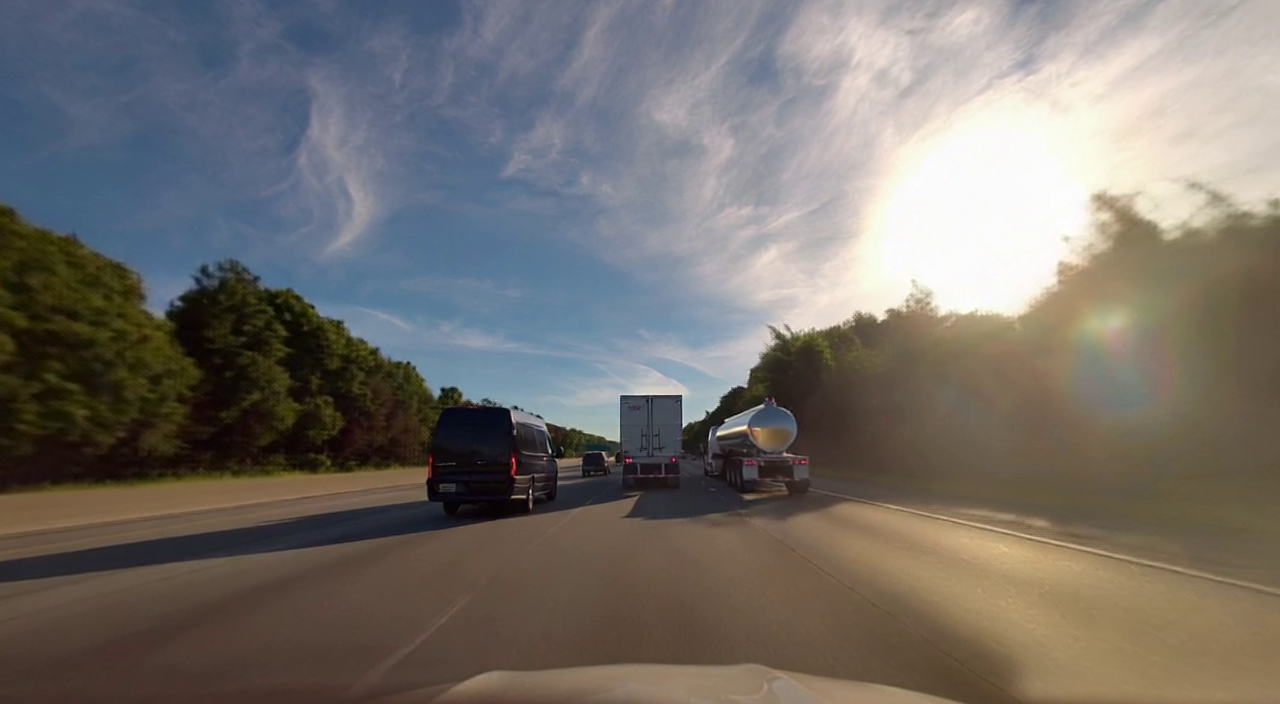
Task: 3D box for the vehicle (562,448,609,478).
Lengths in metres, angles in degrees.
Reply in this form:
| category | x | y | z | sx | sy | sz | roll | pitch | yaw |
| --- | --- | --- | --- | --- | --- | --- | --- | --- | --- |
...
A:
| category | x | y | z | sx | sy | sz | roll | pitch | yaw |
| --- | --- | --- | --- | --- | --- | --- | --- | --- | --- |
| vehicle | -3.177 | 6.567 | 37.689 | 2.134 | 1.652 | 4.439 | -1 | -9 | 3 |

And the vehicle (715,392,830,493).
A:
| category | x | y | z | sx | sy | sz | roll | pitch | yaw |
| --- | --- | --- | --- | --- | --- | --- | --- | --- | --- |
| vehicle | 5.254 | 4.023 | 27.664 | 2.706 | 3.500 | 11.483 | 0 | -9 | 1 |

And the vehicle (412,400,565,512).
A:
| category | x | y | z | sx | sy | sz | roll | pitch | yaw |
| --- | --- | --- | --- | --- | --- | --- | --- | --- | --- |
| vehicle | -3.881 | 2.896 | 17.791 | 2.525 | 2.572 | 6.260 | 0 | -9 | 2 |

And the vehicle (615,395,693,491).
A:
| category | x | y | z | sx | sy | sz | roll | pitch | yaw |
| --- | --- | --- | --- | --- | --- | --- | --- | --- | --- |
| vehicle | 0.329 | 4.063 | 27.589 | 2.773 | 3.455 | 9.118 | 0 | -9 | -3 |
